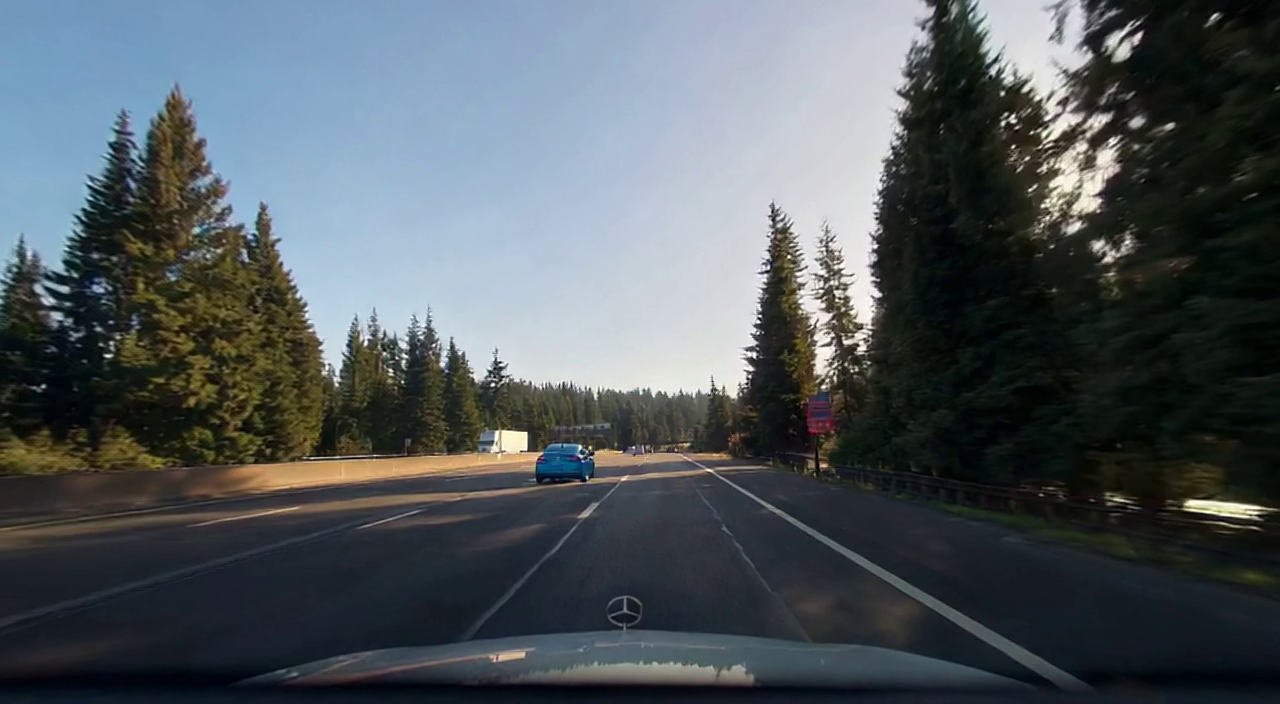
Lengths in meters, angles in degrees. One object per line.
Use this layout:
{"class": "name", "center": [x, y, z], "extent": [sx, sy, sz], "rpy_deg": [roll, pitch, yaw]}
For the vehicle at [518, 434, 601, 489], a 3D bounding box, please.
{"class": "vehicle", "center": [-2.624, 3.681, 21.477], "extent": [2.133, 1.686, 4.203], "rpy_deg": [-1, -8, 2]}
